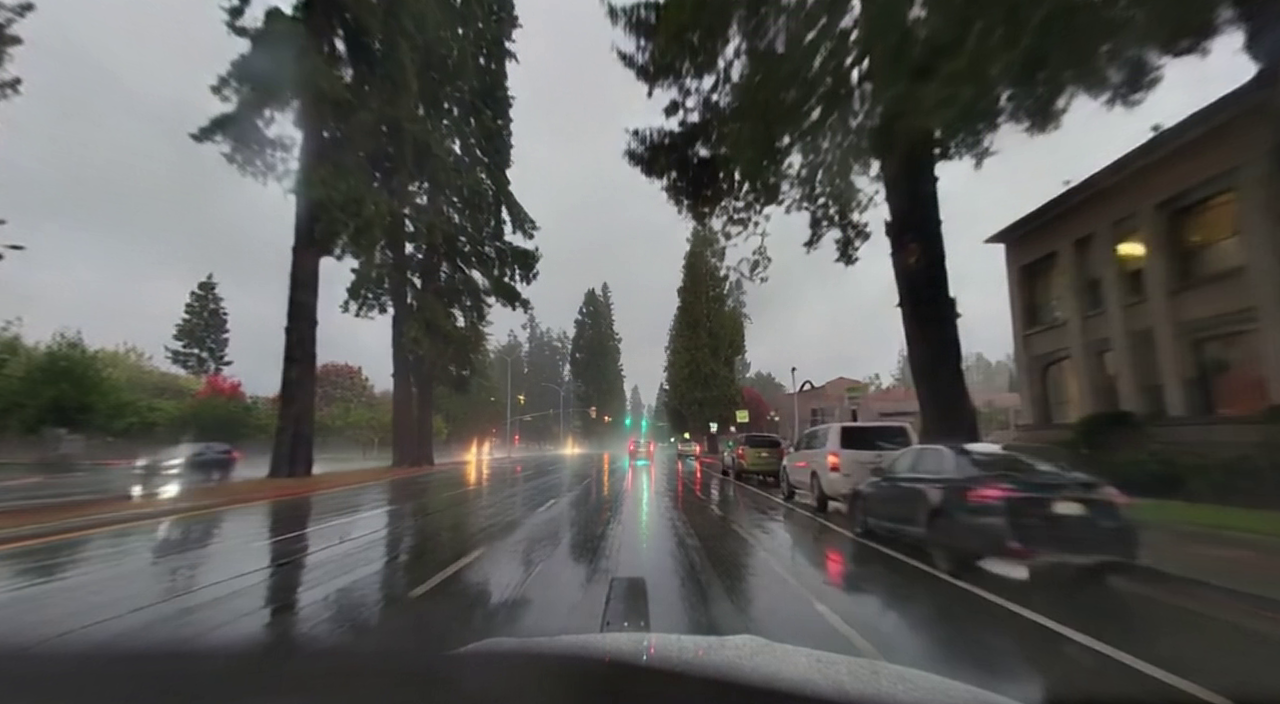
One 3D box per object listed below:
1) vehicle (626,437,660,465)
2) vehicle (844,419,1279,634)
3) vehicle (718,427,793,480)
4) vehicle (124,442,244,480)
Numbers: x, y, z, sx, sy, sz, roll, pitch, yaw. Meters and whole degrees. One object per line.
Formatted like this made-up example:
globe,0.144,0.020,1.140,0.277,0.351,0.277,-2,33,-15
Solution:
vehicle,0.232,6.620,42.171,2.169,1.751,4.276,0,-8,1
vehicle,4.088,1.594,6.951,2.035,1.500,4.912,0,-8,0
vehicle,4.280,3.855,24.057,2.109,1.838,4.204,0,-9,1
vehicle,-21.050,5.025,29.388,2.238,1.645,4.418,0,-9,1
